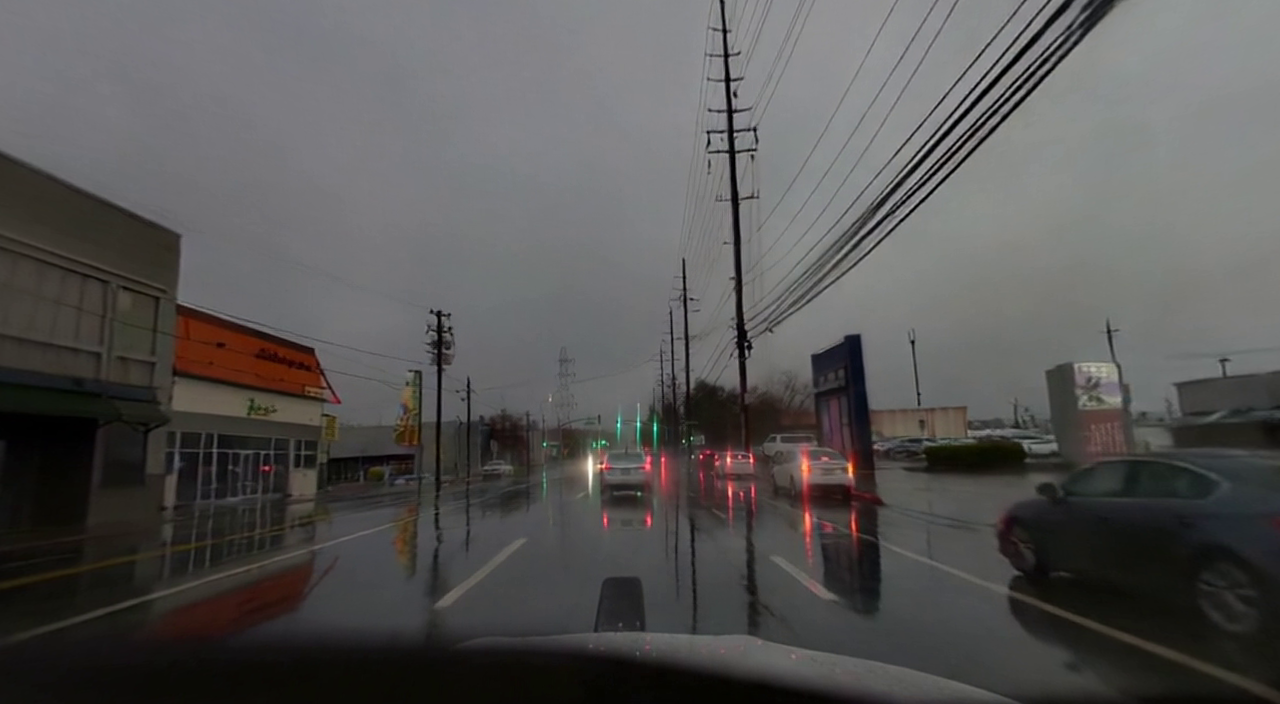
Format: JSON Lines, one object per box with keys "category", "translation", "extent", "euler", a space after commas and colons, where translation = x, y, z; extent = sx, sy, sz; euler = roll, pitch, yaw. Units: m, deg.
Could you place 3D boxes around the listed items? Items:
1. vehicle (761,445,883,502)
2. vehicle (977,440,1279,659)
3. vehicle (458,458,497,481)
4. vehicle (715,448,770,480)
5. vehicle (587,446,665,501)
{"category": "vehicle", "translation": [5.228, 3.533, 18.951], "extent": [2.108, 1.471, 4.948], "euler": [0, -8, -1]}
{"category": "vehicle", "translation": [5.018, 1.480, 5.432], "extent": [1.761, 1.413, 4.272], "euler": [0, -8, -2]}
{"category": "vehicle", "translation": [-11.728, 8.477, 45.859], "extent": [1.828, 1.457, 4.371], "euler": [0, -8, -1]}
{"category": "vehicle", "translation": [5.156, 5.697, 32.449], "extent": [1.987, 1.459, 4.677], "euler": [0, -8, -1]}
{"category": "vehicle", "translation": [-0.370, 3.637, 19.350], "extent": [2.116, 1.479, 3.980], "euler": [0, -8, 0]}
